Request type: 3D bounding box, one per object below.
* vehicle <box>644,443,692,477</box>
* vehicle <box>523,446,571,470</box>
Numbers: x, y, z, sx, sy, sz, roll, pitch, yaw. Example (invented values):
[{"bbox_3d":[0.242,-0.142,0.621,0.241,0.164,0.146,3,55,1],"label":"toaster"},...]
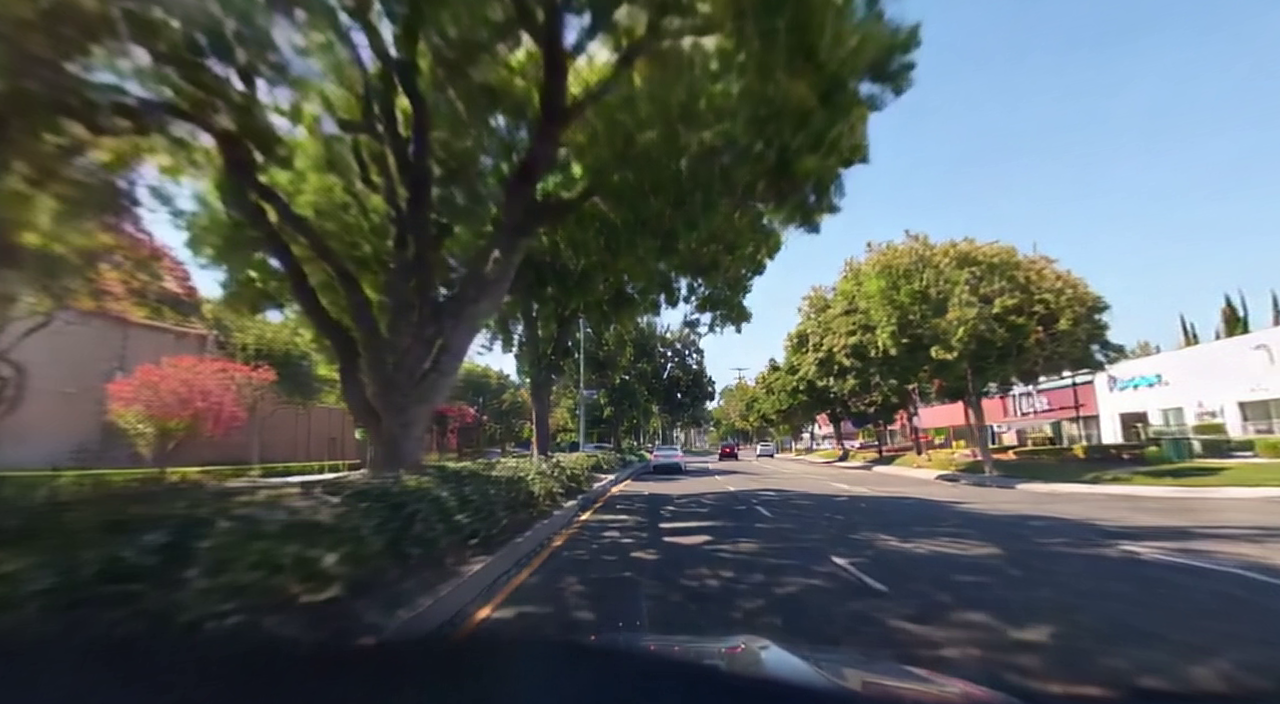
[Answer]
[{"bbox_3d":[1.395,5.084,29.953,2.095,1.456,3.873,-1,-8,5],"label":"vehicle"},{"bbox_3d":[-6.090,7.008,42.049,2.063,1.483,4.751,-1,-8,5],"label":"vehicle"}]
